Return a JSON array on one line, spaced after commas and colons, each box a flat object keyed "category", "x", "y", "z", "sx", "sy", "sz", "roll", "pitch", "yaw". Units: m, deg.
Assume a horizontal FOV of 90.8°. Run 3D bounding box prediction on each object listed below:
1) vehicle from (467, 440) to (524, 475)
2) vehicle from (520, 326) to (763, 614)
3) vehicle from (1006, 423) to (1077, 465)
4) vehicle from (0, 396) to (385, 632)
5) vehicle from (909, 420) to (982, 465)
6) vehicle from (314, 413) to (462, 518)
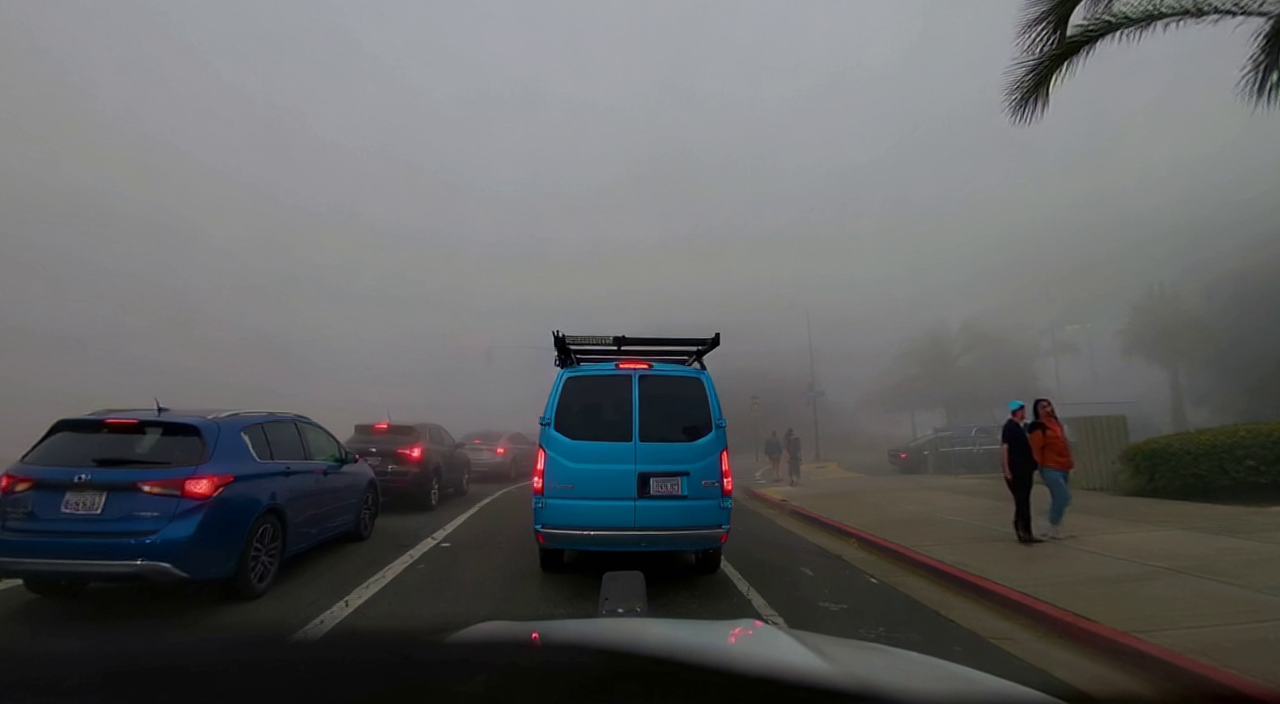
[{"category": "vehicle", "x": -6.837, "y": 4.887, "z": 29.569, "sx": 1.818, "sy": 1.479, "sz": 4.428, "roll": 4, "pitch": -9, "yaw": -22}, {"category": "vehicle", "x": -0.200, "y": 1.224, "z": 7.178, "sx": 1.902, "sy": 2.238, "sz": 4.263, "roll": 1, "pitch": -9, "yaw": -6}, {"category": "vehicle", "x": 15.753, "y": 3.614, "z": 24.706, "sx": 2.048, "sy": 1.475, "sz": 3.972, "roll": -6, "pitch": -11, "yaw": 34}, {"category": "vehicle", "x": -4.398, "y": 1.467, "z": 6.670, "sx": 1.986, "sy": 1.643, "sz": 4.315, "roll": 1, "pitch": -9, "yaw": -6}, {"category": "vehicle", "x": 12.659, "y": 3.754, "z": 26.047, "sx": 2.046, "sy": 1.675, "sz": 3.924, "roll": -6, "pitch": -10, "yaw": 33}, {"category": "vehicle", "x": -5.213, "y": 2.413, "z": 13.890, "sx": 2.089, "sy": 1.854, "sz": 5.022, "roll": 2, "pitch": -9, "yaw": -11}]
